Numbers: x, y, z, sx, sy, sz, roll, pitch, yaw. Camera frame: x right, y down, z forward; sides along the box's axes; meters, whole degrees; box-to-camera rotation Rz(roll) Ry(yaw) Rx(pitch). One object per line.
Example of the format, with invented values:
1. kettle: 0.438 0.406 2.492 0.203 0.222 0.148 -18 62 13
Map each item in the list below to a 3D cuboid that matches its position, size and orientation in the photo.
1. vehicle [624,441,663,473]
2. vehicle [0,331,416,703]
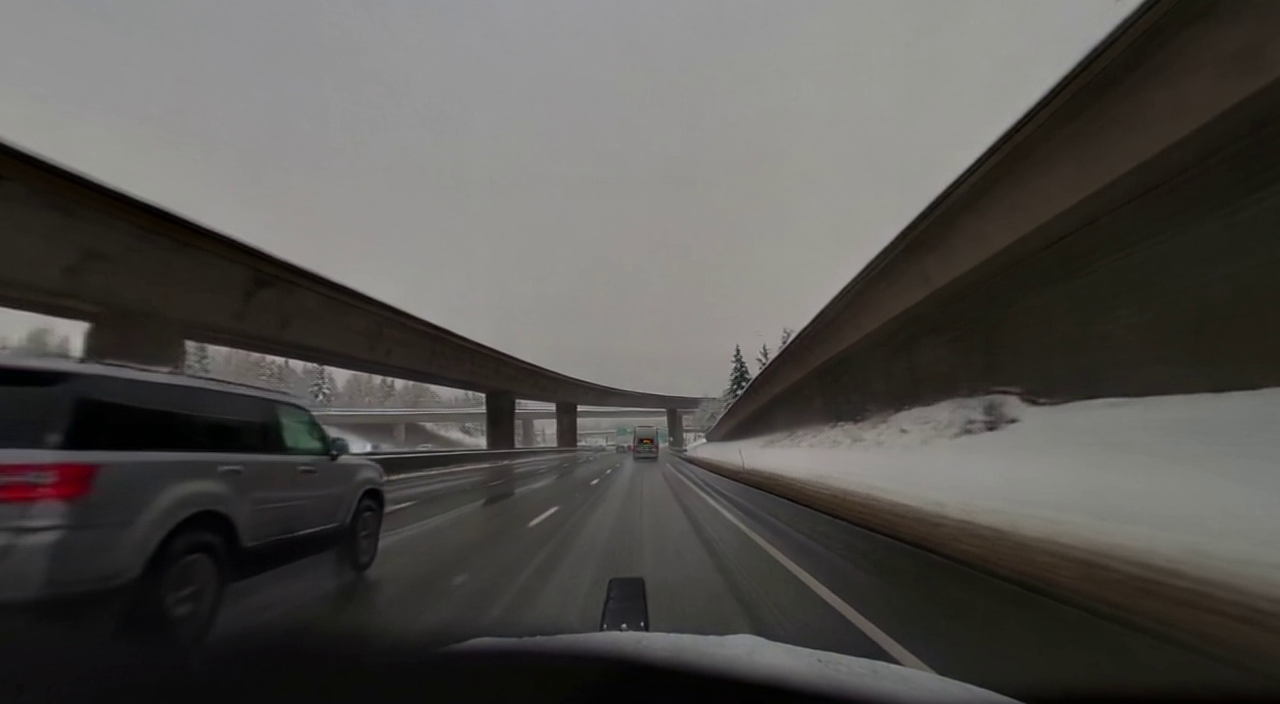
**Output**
1. vehicle: 0.184 5.926 35.812 2.052 1.711 4.223 0 -9 0
2. vehicle: -4.005 1.200 5.687 2.147 1.918 4.834 0 -9 0
